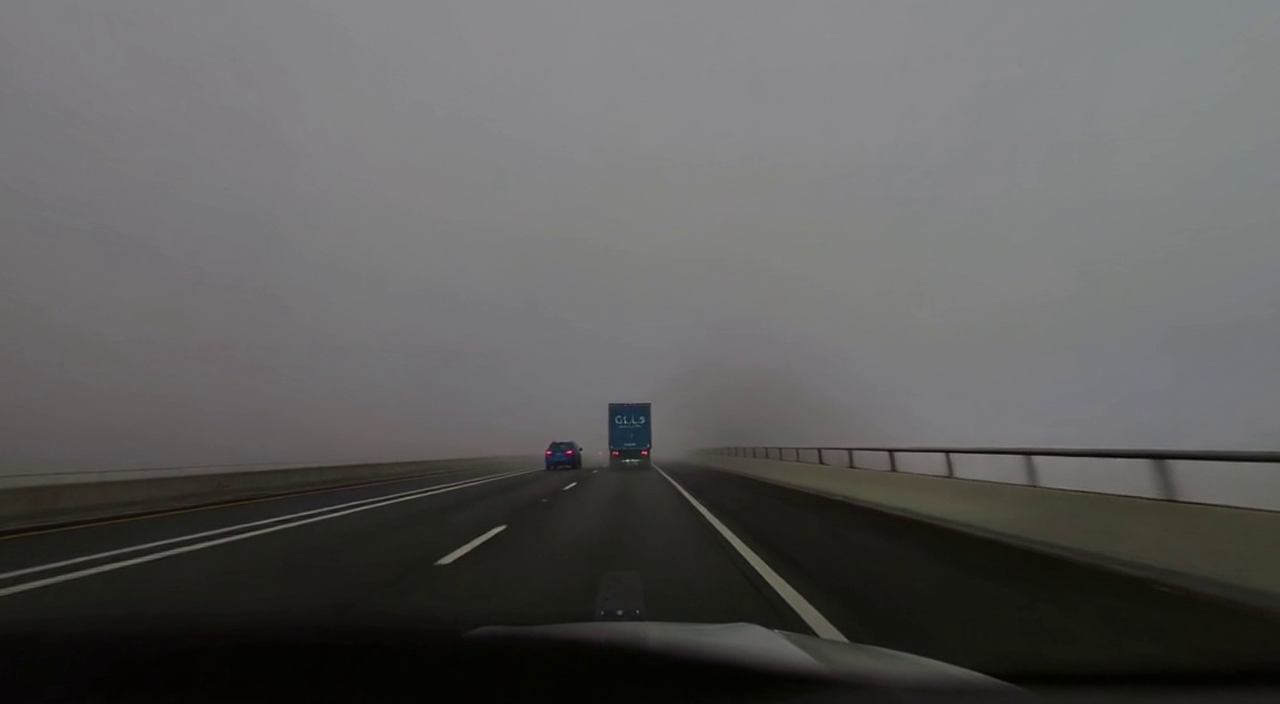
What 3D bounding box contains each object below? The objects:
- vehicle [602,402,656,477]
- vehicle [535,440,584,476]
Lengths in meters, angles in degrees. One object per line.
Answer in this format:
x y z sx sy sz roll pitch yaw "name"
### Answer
-0.670 5.475 38.947 2.923 4.007 9.760 0 -9 -1 "vehicle"
-4.722 6.311 37.660 2.226 1.935 5.130 0 -9 0 "vehicle"
